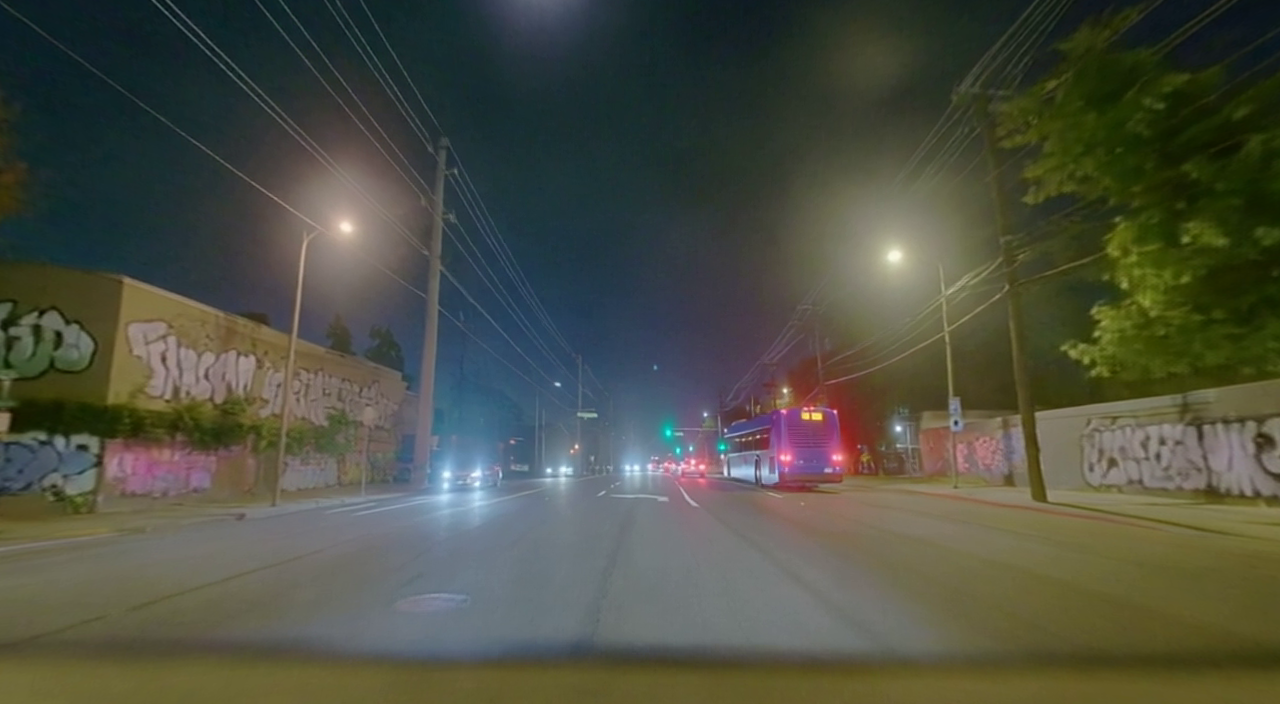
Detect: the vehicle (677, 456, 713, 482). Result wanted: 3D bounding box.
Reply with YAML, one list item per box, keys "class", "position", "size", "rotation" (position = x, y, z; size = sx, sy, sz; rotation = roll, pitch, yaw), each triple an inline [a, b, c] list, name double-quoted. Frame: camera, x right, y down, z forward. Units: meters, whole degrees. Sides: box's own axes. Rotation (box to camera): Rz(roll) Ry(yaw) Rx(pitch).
- class: "vehicle"
  position: [3.552, 7.612, 41.325]
  size: [1.961, 1.470, 4.196]
  rotation: [0, -8, 0]

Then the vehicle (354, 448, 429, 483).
- class: "vehicle"
  position: [-17.090, 7.837, 43.603]
  size: [4.244, 2.316, 1.959]
  rotation: [-1, -8, 3]

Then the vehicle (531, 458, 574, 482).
- class: "vehicle"
  position: [-6.776, 9.167, 49.366]
  size: [2.017, 1.659, 4.405]
  rotation: [-2, -9, 9]

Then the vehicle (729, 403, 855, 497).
- class: "vehicle"
  position: [6.471, 4.520, 29.609]
  size: [3.045, 3.447, 12.604]
  rotation: [0, -8, 1]

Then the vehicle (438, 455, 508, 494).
- class: "vehicle"
  position: [-8.181, 6.038, 31.430]
  size: [2.011, 1.672, 4.637]
  rotation: [-1, -8, 3]
